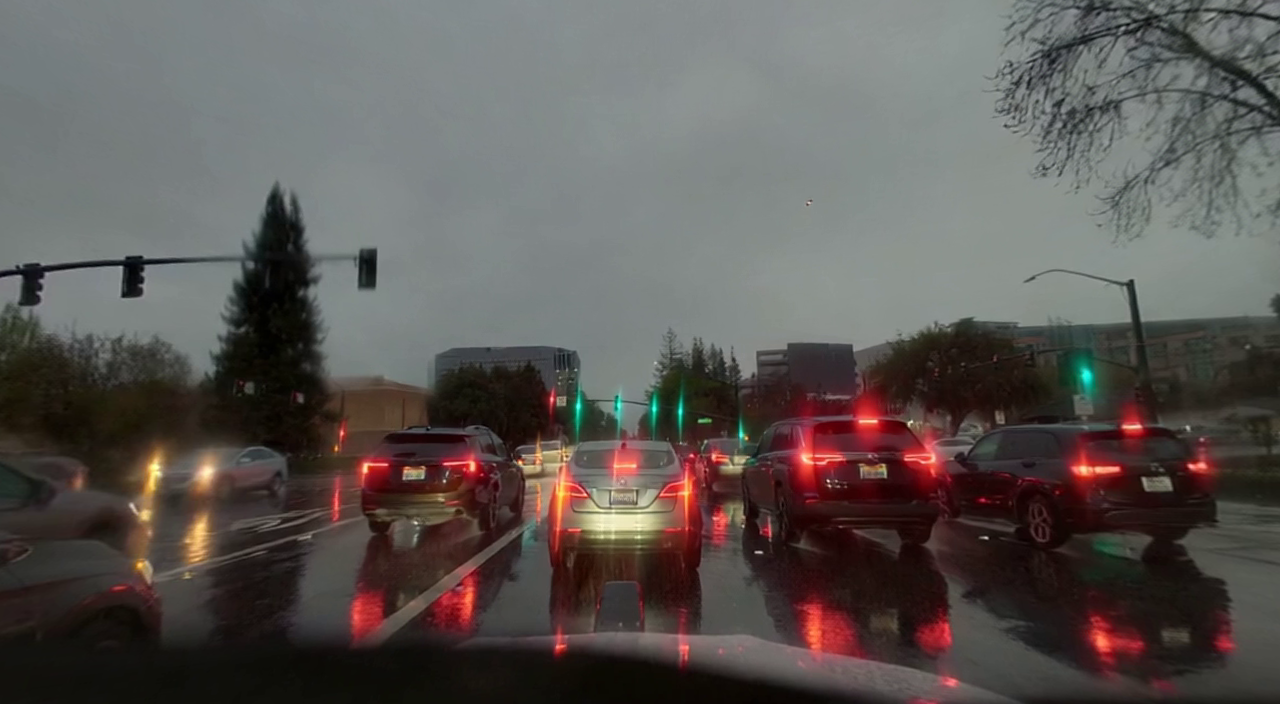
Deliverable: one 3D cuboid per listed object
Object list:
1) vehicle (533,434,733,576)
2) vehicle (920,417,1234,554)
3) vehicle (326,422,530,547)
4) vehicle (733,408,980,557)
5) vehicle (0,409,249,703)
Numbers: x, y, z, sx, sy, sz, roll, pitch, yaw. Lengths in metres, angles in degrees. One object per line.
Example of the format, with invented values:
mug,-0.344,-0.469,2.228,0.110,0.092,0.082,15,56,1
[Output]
vehicle,-0.106,1.908,8.677,2.098,1.461,3.958,0,-8,-1
vehicle,6.468,1.999,10.123,1.945,1.706,4.190,0,-8,-1
vehicle,-3.320,2.156,10.955,2.033,1.714,4.278,0,-8,0
vehicle,2.954,1.897,9.898,2.138,1.778,4.422,0,-8,-2
vehicle,-3.168,0.789,1.165,2.045,1.463,4.490,0,-8,0
